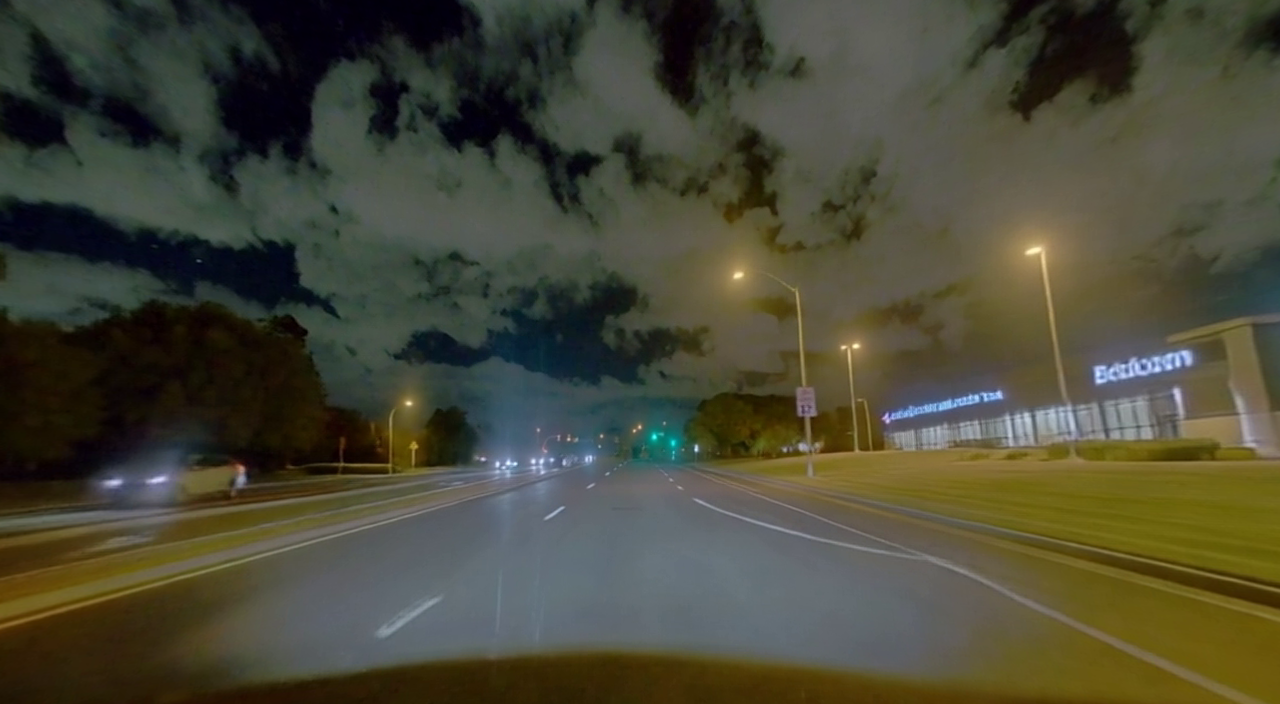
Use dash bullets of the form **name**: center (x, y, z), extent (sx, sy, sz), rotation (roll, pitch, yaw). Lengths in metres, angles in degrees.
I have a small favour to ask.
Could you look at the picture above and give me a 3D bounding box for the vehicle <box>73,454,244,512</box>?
- **vehicle**: center (-16.098, 4.346, 21.539), extent (2.131, 1.679, 4.554), rotation (-1, -9, 2)
